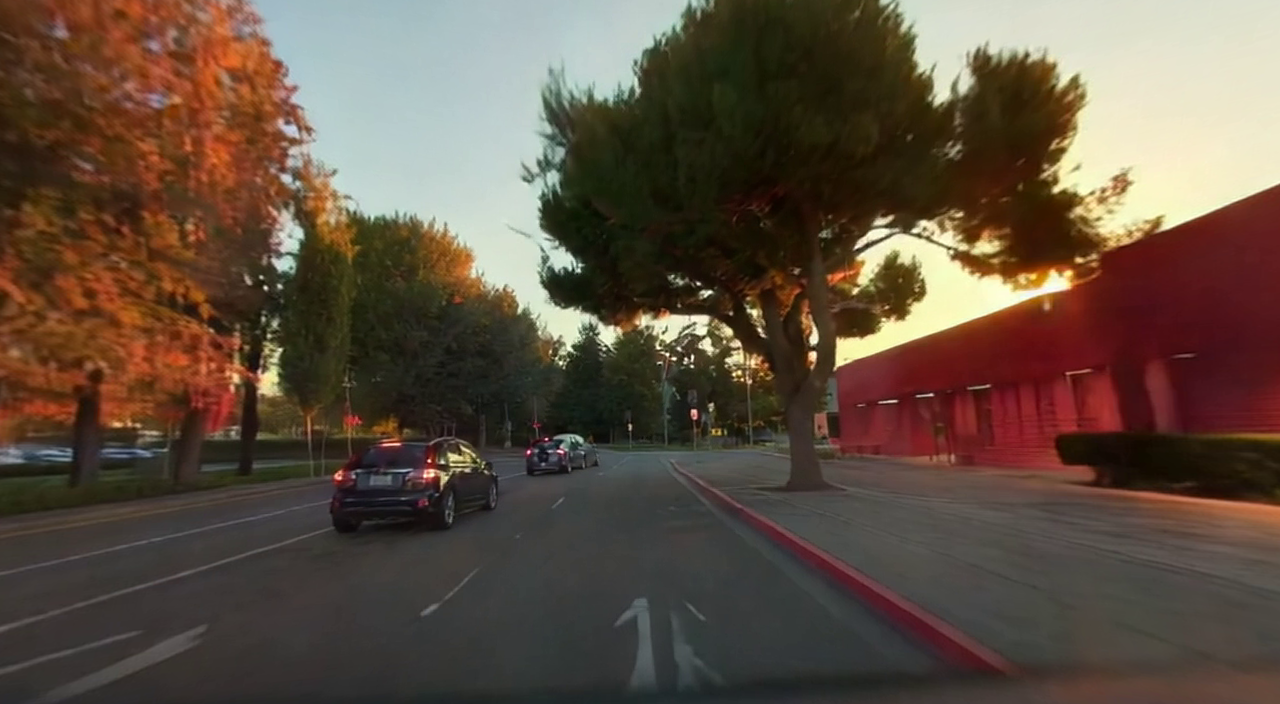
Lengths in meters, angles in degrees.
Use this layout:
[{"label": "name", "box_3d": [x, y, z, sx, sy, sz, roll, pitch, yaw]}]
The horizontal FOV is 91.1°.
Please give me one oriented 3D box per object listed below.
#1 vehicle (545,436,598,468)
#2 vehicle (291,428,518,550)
[{"label": "vehicle", "box_3d": [-3.208, 4.753, 30.173, 1.962, 1.424, 4.289, 0, -8, 2]}, {"label": "vehicle", "box_3d": [-3.313, 1.973, 9.933, 1.853, 1.478, 4.381, 0, -8, 1]}]
